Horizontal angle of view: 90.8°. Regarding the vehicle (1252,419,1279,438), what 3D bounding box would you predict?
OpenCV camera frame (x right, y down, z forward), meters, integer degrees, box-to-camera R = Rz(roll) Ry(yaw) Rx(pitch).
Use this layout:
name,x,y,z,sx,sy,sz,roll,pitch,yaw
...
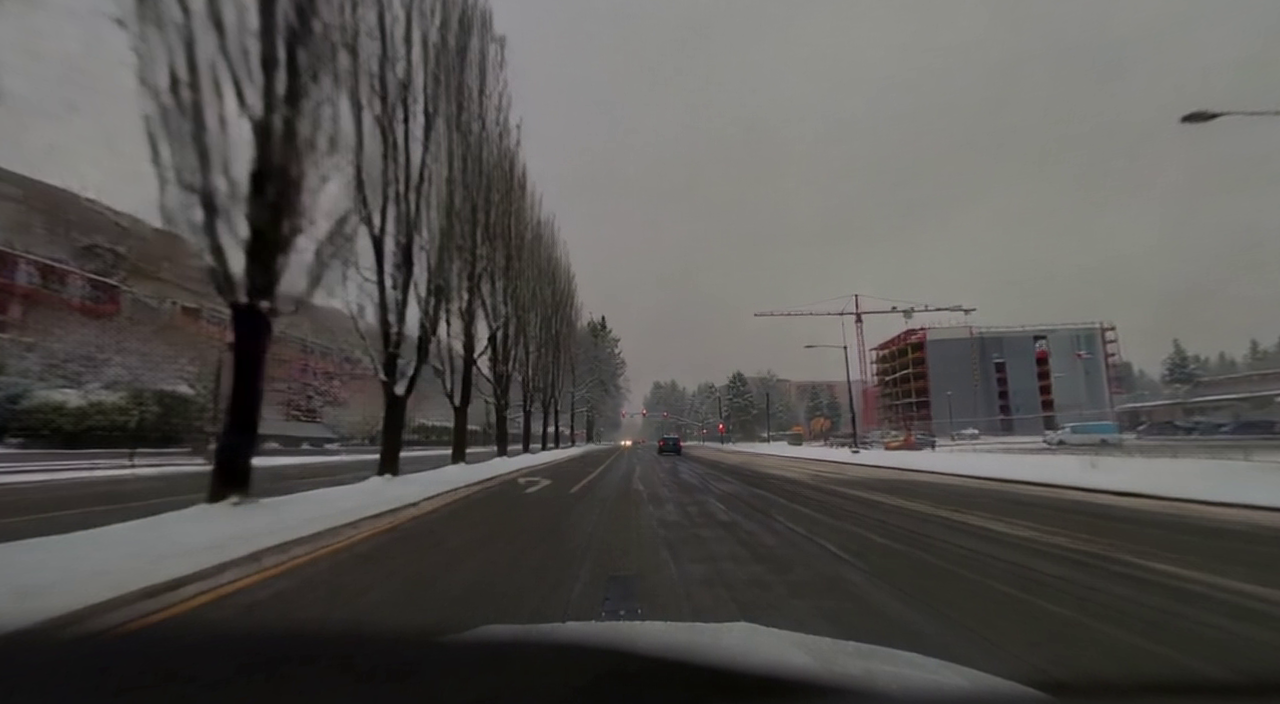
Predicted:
name,x,y,z,sx,sy,sz,roll,pitch,yaw
vehicle,49.393,5.998,49.327,1.864,1.390,4.393,-8,-11,39
